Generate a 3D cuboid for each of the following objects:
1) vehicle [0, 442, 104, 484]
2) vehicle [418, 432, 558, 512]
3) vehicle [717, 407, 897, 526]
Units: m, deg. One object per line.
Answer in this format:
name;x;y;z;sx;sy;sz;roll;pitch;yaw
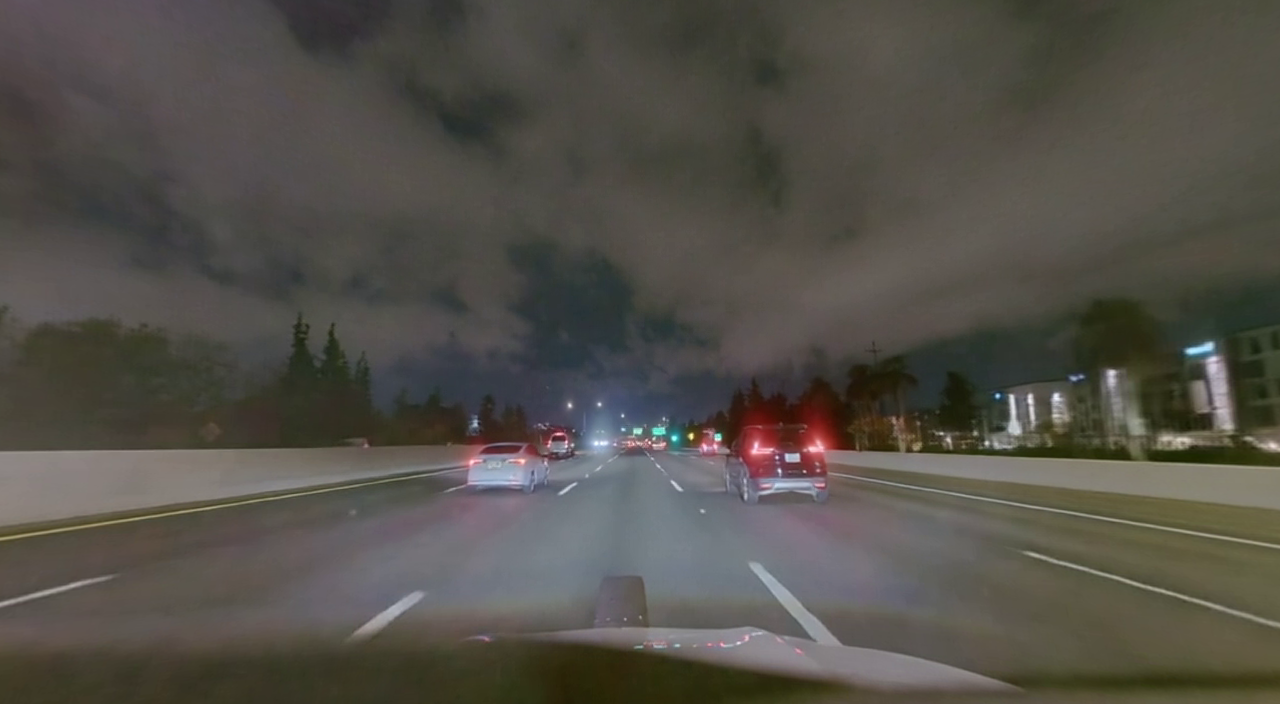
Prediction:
vehicle;-22.859;4.177;23.973;1.695;1.457;3.555;0;-8;1
vehicle;-3.306;2.719;14.838;2.080;1.542;4.718;0;-8;1
vehicle;2.932;2.170;12.432;2.148;1.852;4.835;0;-8;-1
